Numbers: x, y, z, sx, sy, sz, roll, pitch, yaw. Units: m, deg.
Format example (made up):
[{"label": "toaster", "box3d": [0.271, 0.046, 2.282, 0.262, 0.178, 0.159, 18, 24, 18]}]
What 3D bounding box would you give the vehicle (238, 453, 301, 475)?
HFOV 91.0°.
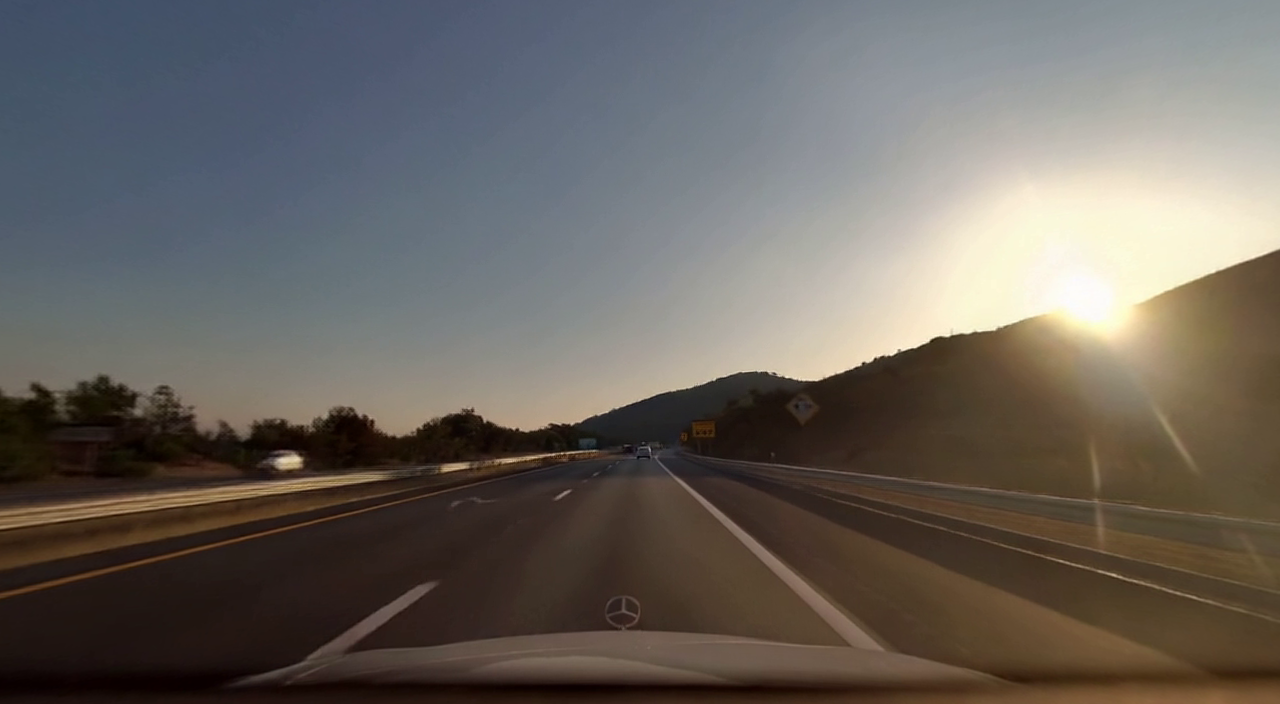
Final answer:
[{"label": "vehicle", "box3d": [-28.410, 8.583, 48.482, 1.872, 1.504, 4.636, -1, -9, 3]}]
